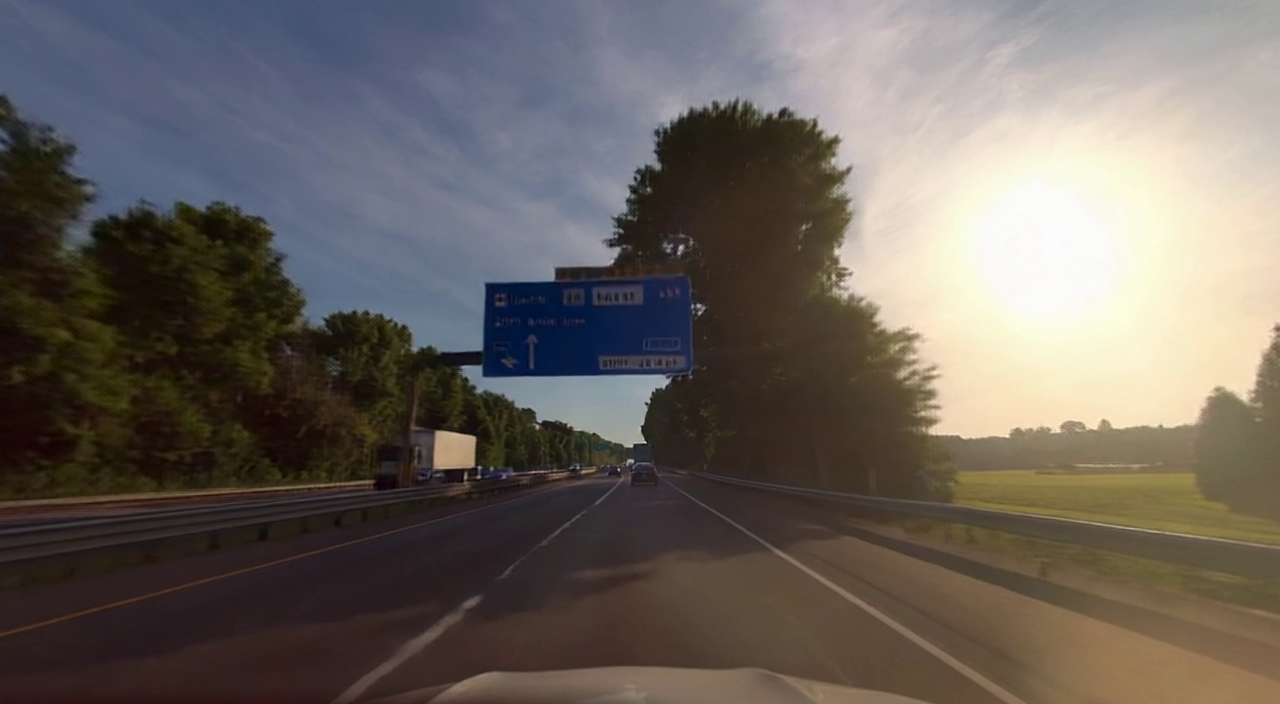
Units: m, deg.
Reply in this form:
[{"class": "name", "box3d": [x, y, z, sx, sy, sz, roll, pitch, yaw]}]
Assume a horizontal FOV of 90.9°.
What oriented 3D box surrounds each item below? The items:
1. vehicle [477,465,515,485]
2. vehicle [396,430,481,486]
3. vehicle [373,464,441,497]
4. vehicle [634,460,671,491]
[{"class": "vehicle", "box3d": [-10.966, 9.444, 48.331, 1.829, 1.432, 4.294, 1, -10, 1]}, {"class": "vehicle", "box3d": [-15.563, 8.441, 49.736, 3.015, 3.895, 10.076, 0, -10, 2]}, {"class": "vehicle", "box3d": [-11.124, 6.143, 30.290, 1.787, 1.428, 3.643, 1, -10, 1]}, {"class": "vehicle", "box3d": [0.698, 7.282, 37.261, 2.048, 1.663, 4.377, 1, -10, 0]}]
